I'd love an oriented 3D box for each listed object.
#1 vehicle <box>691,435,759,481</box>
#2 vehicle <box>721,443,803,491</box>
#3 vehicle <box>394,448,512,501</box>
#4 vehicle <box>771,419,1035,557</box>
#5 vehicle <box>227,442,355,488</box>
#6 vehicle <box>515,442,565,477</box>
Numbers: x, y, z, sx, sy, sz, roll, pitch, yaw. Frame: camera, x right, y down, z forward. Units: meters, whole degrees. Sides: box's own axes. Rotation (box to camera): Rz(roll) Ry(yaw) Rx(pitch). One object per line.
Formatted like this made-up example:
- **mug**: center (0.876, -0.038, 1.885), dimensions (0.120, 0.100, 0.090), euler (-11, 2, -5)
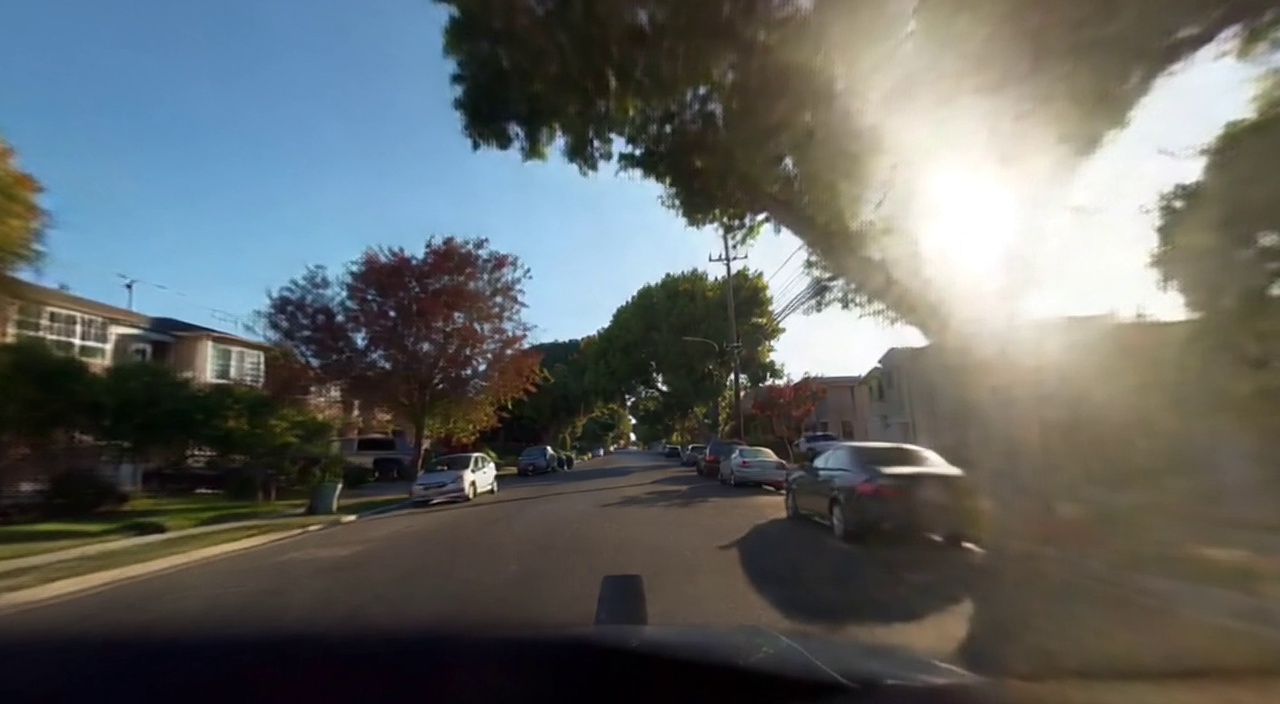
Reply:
- **vehicle**: center (3.660, 4.701, 28.340), dimensions (2.122, 1.809, 5.421), euler (0, -9, -2)
- **vehicle**: center (4.074, 3.910, 21.851), dimensions (1.848, 1.436, 4.582), euler (0, -9, -1)
- **vehicle**: center (-5.754, 3.829, 20.215), dimensions (2.199, 1.439, 4.757), euler (-1, -9, 2)
- **vehicle**: center (3.760, 2.027, 10.213), dimensions (2.247, 1.618, 4.655), euler (2, -8, -1)
- **vehicle**: center (-15.796, 5.081, 28.703), dimensions (4.747, 1.899, 2.181), euler (-1, -7, 13)
- **vehicle**: center (-5.762, 6.285, 37.024), dimensions (2.118, 1.753, 4.377), euler (-4, -9, 0)
